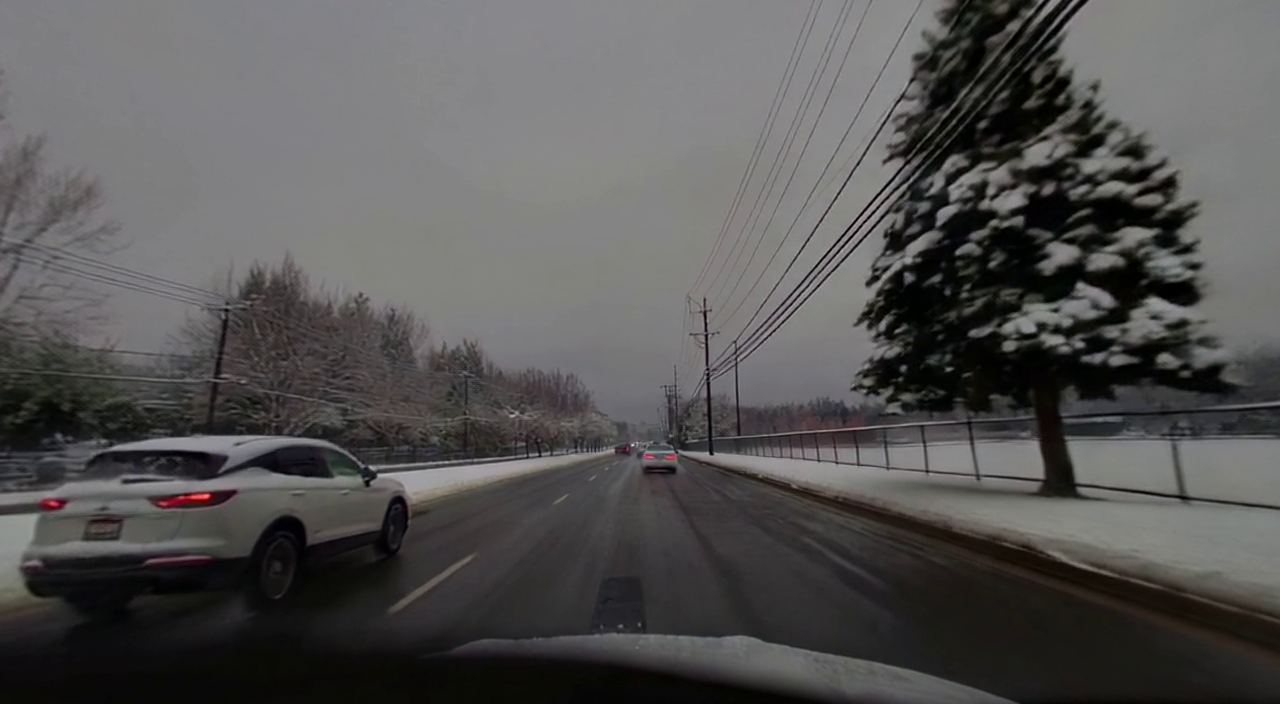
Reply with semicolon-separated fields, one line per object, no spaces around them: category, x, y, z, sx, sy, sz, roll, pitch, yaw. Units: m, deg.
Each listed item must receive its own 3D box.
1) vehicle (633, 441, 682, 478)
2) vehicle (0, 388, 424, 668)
vehicle;0.764;4.770;28.178;2.059;1.486;3.980;-1;-8;1
vehicle;-3.872;1.392;6.089;1.950;1.692;4.397;0;-8;0
